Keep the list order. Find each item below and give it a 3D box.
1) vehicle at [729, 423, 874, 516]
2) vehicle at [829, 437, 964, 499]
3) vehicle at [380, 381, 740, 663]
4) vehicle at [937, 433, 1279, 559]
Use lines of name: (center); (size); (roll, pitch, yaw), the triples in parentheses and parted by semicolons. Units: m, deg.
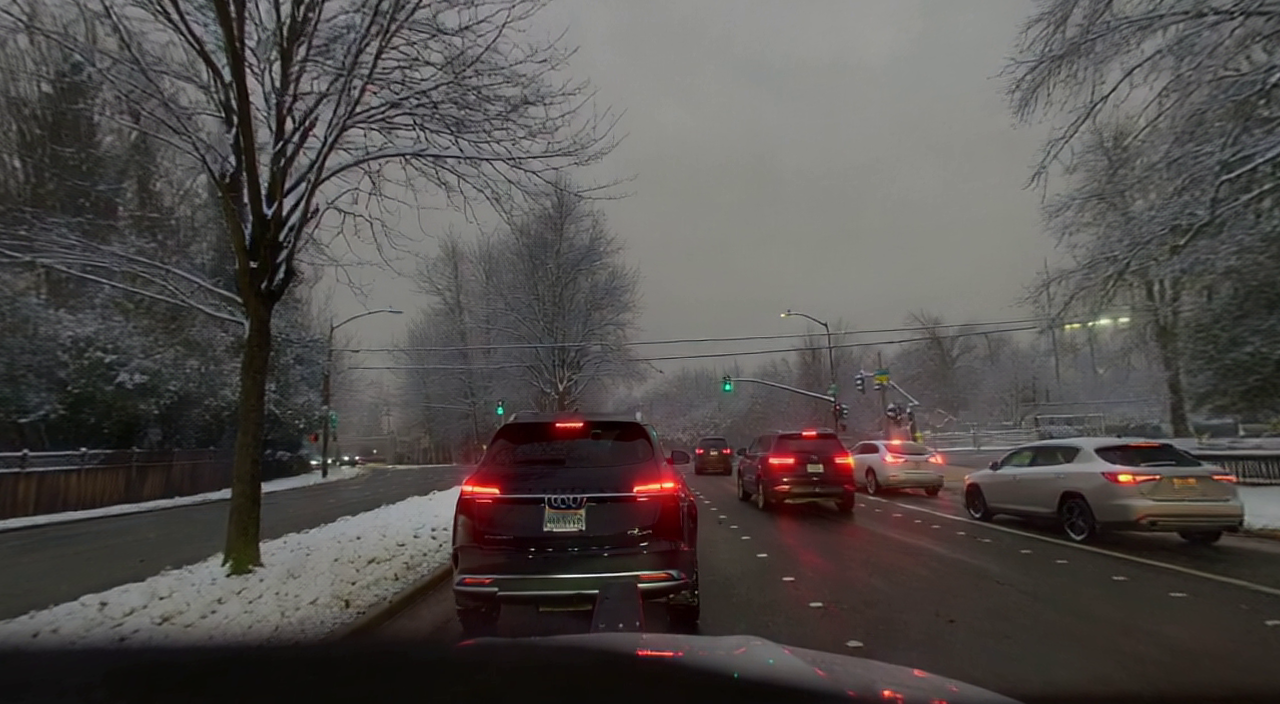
vehicle: (3.250, 2.470, 13.747); (1.963, 1.682, 4.407); (0, -9, 0)
vehicle: (6.963, 3.183, 17.769); (1.890, 1.489, 4.415); (0, -9, -1)
vehicle: (-0.436, 1.351, 6.078); (2.201, 1.709, 4.271); (0, -9, 2)
vehicle: (6.586, 2.015, 9.656); (1.894, 1.445, 4.565); (0, -9, 1)
